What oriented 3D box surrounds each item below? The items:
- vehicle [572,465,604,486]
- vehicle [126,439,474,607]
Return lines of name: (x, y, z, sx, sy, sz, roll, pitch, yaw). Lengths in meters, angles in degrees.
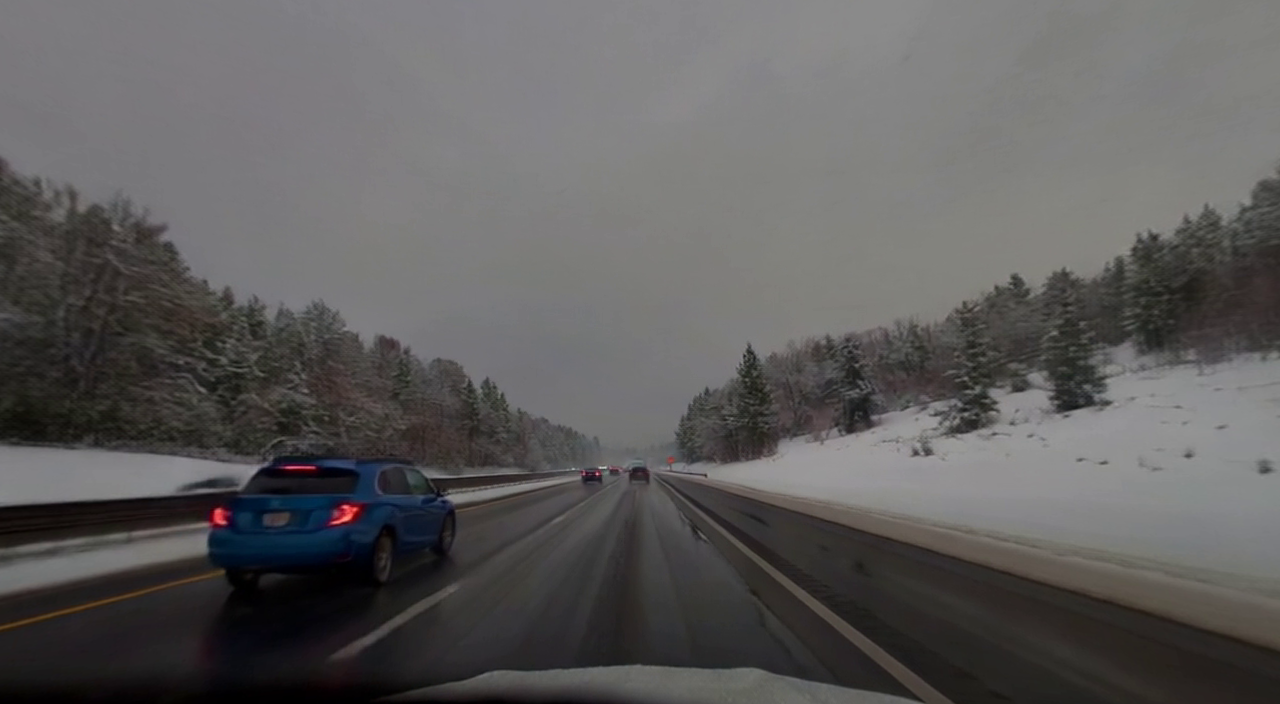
vehicle: (-4.044, 9.717, 49.646, 2.109, 1.532, 4.234, 1, -11, 0)
vehicle: (-3.758, 2.009, 8.113, 2.047, 1.523, 4.279, 1, -11, 0)
